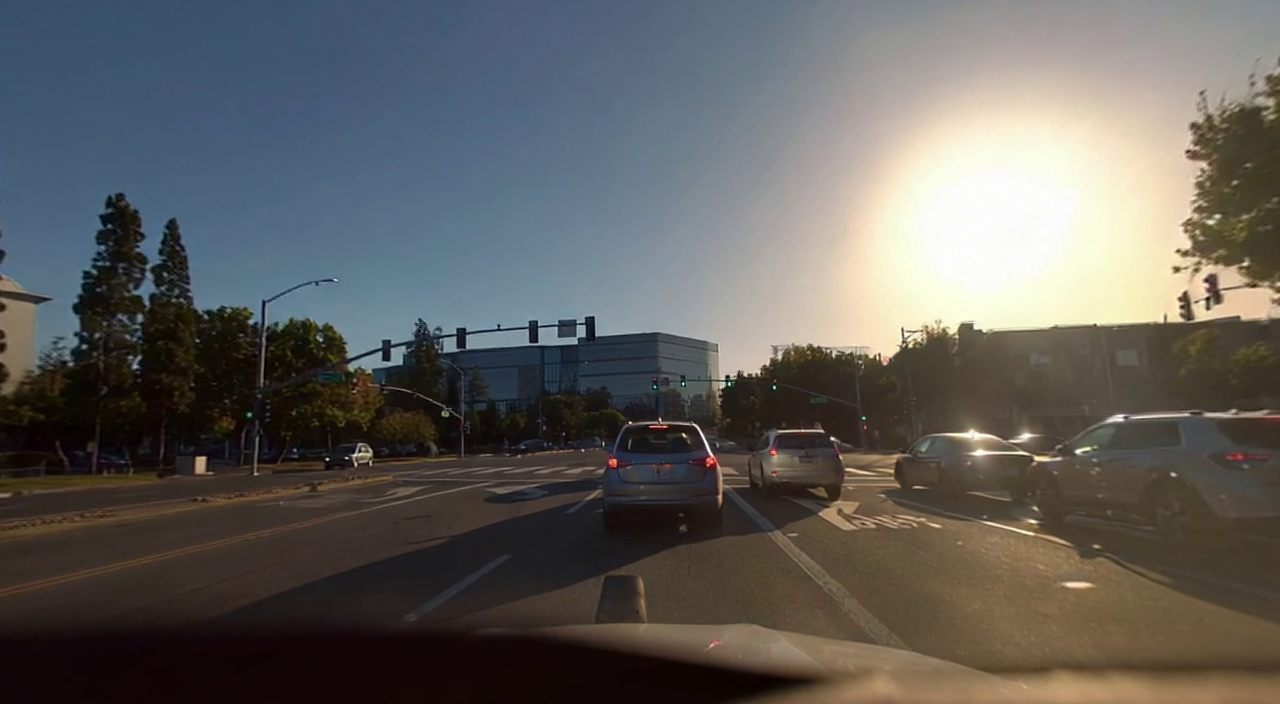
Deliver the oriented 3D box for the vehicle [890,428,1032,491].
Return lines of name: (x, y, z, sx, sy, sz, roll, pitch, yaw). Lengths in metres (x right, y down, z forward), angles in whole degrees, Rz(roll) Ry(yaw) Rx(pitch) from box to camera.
vehicle: (8.451, 2.874, 17.130, 1.862, 1.471, 4.297, -1, -9, 4)

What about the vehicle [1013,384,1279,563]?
vehicle: (7.428, 1.533, 8.580, 2.074, 1.791, 4.393, 0, -9, 1)

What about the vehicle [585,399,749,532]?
vehicle: (0.368, 1.859, 10.743, 2.211, 1.795, 4.179, 0, -9, 0)

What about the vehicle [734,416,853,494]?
vehicle: (3.920, 2.748, 17.070, 2.188, 1.774, 4.646, -1, -9, 2)
